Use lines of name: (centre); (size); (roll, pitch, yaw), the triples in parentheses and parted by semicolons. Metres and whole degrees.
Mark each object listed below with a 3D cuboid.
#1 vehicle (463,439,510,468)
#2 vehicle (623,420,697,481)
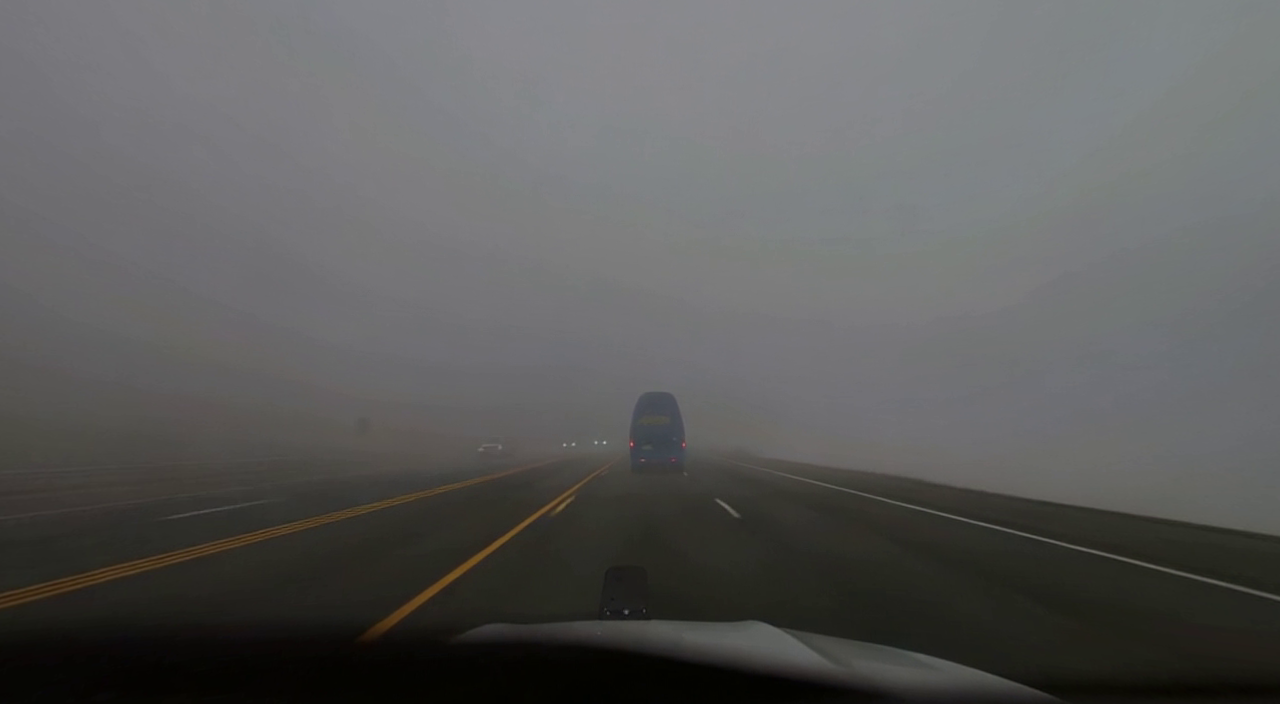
vehicle: (-10.483, 6.936, 43.259); (2.023, 1.876, 4.204); (0, -8, 2)
vehicle: (0.729, 3.619, 23.403); (2.469, 2.027, 4.554); (0, -8, 2)
